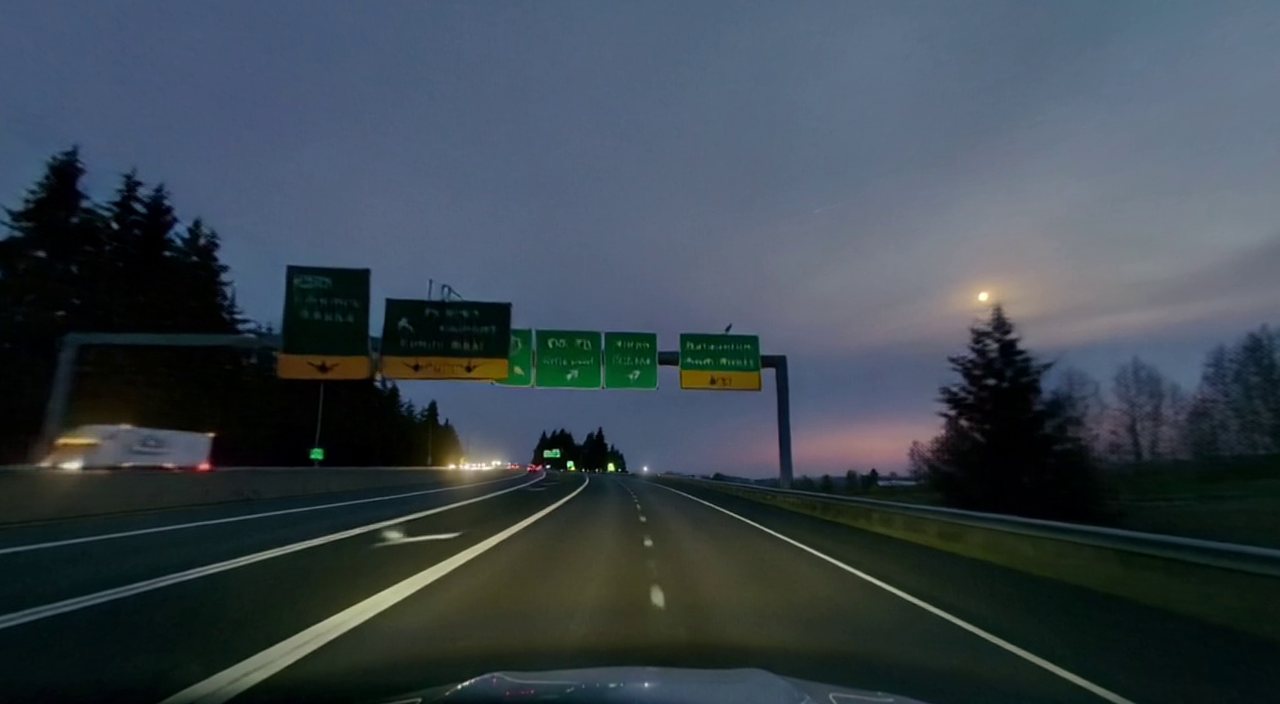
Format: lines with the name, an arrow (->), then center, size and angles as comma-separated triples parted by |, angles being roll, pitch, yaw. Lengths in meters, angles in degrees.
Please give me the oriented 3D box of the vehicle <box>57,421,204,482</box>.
vehicle -> -28.465, 5.763, 35.774 | 2.477, 3.059, 7.343 | 1, -11, -4
